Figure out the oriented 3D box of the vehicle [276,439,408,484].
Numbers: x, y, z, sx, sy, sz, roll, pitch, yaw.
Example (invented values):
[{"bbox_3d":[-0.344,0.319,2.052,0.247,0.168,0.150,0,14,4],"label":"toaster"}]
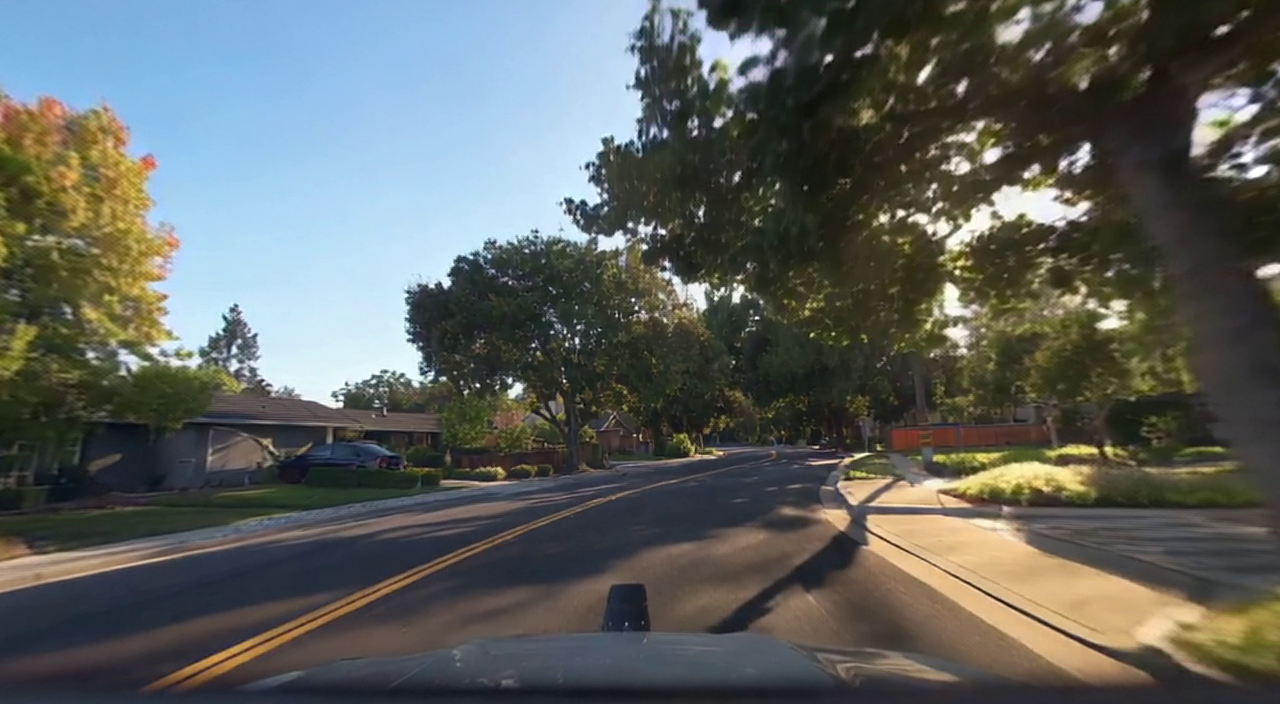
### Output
[{"bbox_3d":[-11.920,4.403,25.604,4.485,1.663,2.111,2,-9,-15],"label":"vehicle"}]
